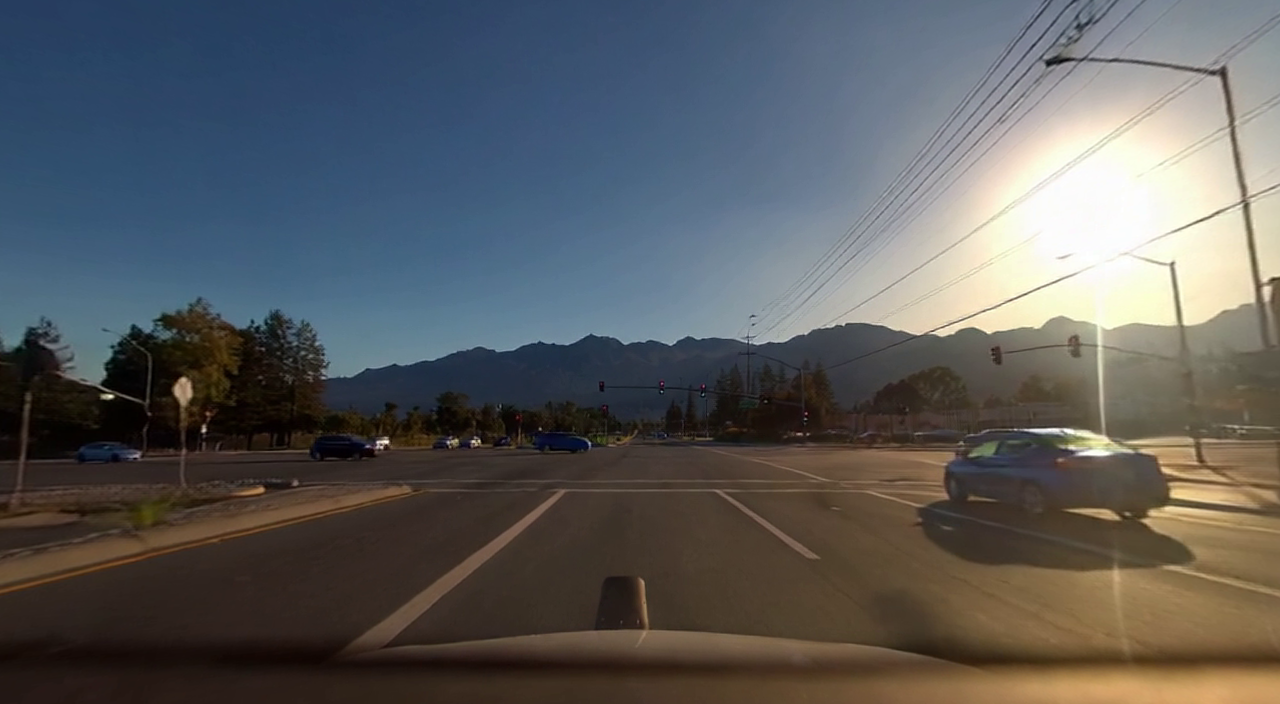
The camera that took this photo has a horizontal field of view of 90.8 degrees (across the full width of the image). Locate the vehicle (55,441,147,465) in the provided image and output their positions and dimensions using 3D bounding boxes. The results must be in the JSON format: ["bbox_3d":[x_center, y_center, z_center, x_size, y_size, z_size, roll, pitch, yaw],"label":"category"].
[{"bbox_3d":[-35.803,6.722,42.050,4.218,1.542,2.044,0,-8,-1],"label":"vehicle"}]

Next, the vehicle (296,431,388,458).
[{"bbox_3d":[-20.541,6.405,43.778,5.228,1.805,2.246,2,-9,-11],"label":"vehicle"}]

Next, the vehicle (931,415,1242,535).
[{"bbox_3d":[7.010,1.977,10.754,1.899,1.570,4.666,0,-8,0],"label":"vehicle"}]
